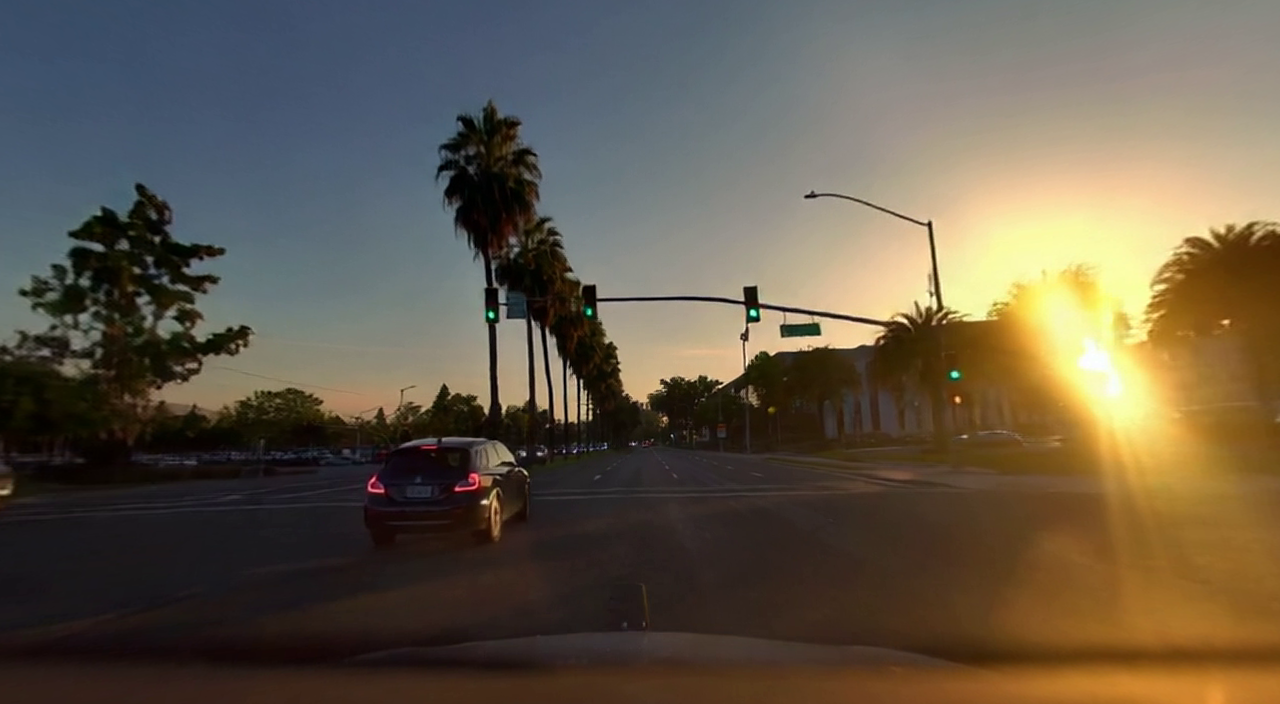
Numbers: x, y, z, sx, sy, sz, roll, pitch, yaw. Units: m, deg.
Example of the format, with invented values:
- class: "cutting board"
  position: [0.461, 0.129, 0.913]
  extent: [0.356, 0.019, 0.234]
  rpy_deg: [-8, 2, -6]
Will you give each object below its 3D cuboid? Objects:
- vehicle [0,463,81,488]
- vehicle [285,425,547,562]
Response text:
- class: "vehicle"
  position: [-43.588, 8.868, 45.652]
  extent: [1.864, 1.556, 4.664]
  rpy_deg: [0, -8, 1]
- class: "vehicle"
  position: [-2.925, 1.973, 9.665]
  extent: [2.162, 1.549, 4.795]
  rpy_deg: [0, -8, 1]
